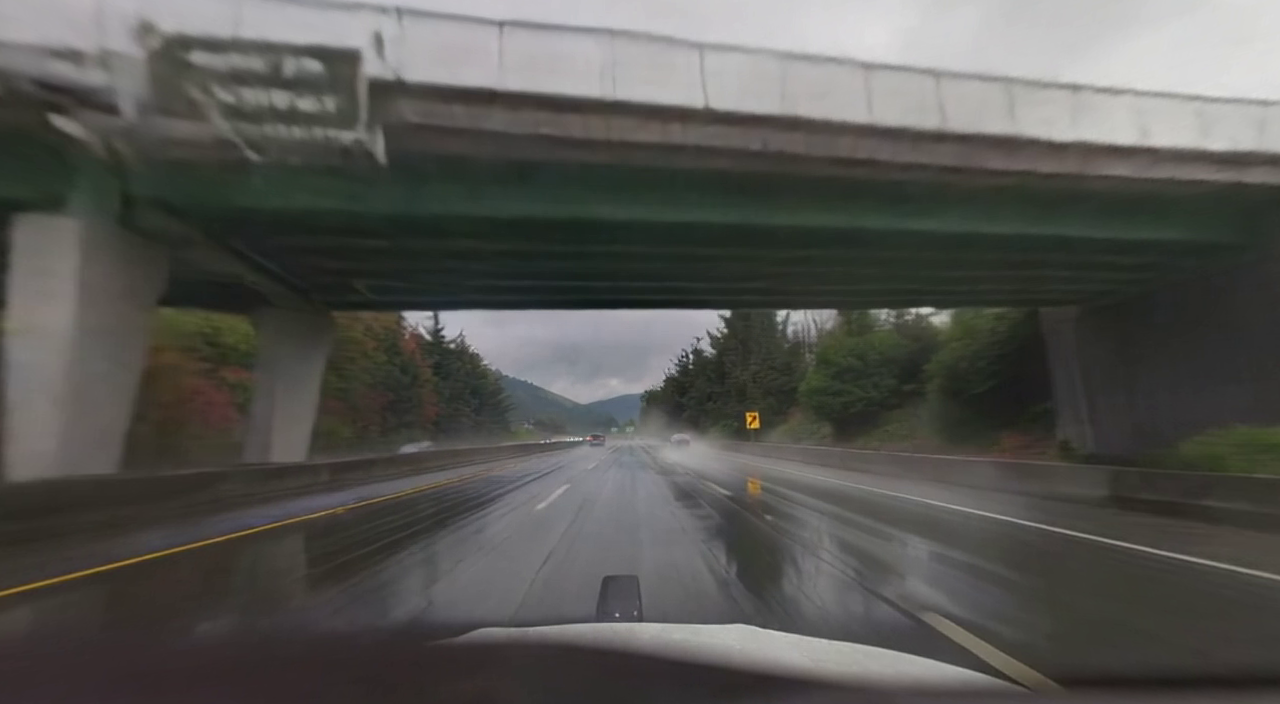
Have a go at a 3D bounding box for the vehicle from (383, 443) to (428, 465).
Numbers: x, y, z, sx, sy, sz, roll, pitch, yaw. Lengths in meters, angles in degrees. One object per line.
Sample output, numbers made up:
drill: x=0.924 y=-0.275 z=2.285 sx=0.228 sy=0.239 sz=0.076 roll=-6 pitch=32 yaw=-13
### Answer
vehicle: x=-17.188 y=7.460 z=46.378 sx=1.796 sy=1.521 sz=4.008 roll=0 pitch=-8 yaw=-1
